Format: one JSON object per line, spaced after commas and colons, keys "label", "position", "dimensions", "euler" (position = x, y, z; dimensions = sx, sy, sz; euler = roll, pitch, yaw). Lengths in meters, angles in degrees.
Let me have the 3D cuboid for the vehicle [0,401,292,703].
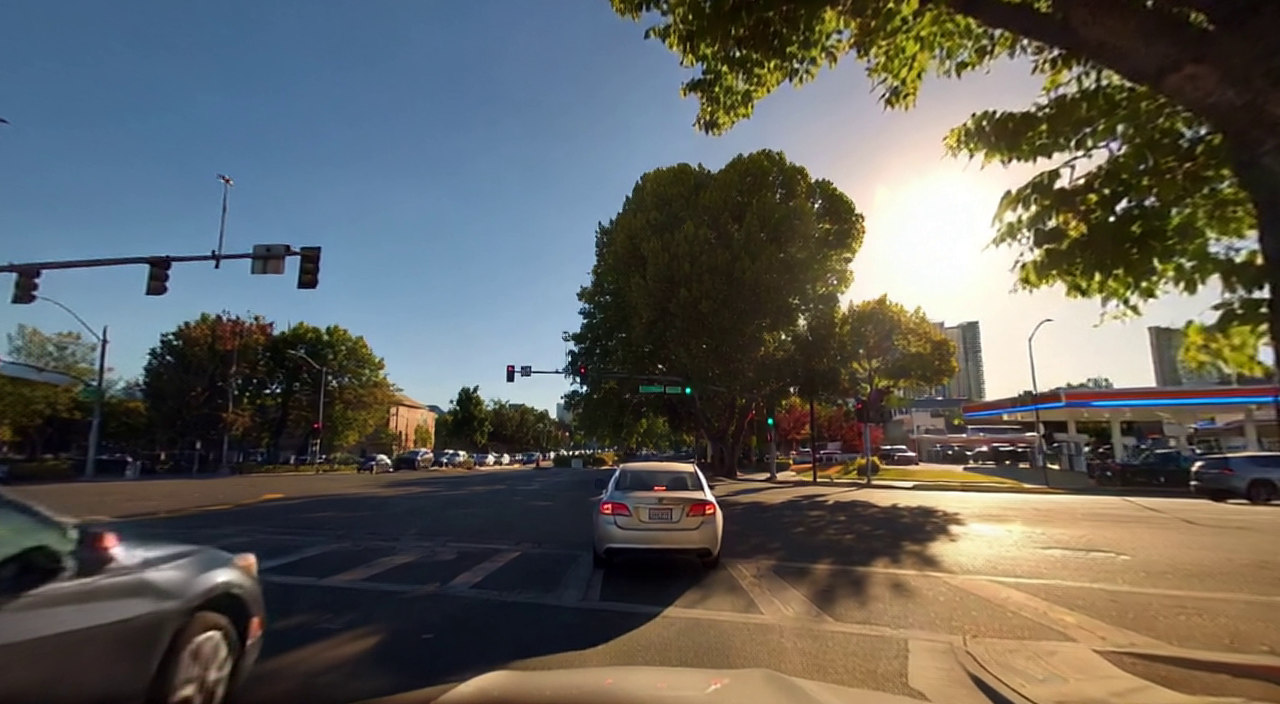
{"label": "vehicle", "position": [-3.032, 0.795, 1.235], "dimensions": [2.041, 1.483, 4.533], "euler": [0, -9, 1]}
